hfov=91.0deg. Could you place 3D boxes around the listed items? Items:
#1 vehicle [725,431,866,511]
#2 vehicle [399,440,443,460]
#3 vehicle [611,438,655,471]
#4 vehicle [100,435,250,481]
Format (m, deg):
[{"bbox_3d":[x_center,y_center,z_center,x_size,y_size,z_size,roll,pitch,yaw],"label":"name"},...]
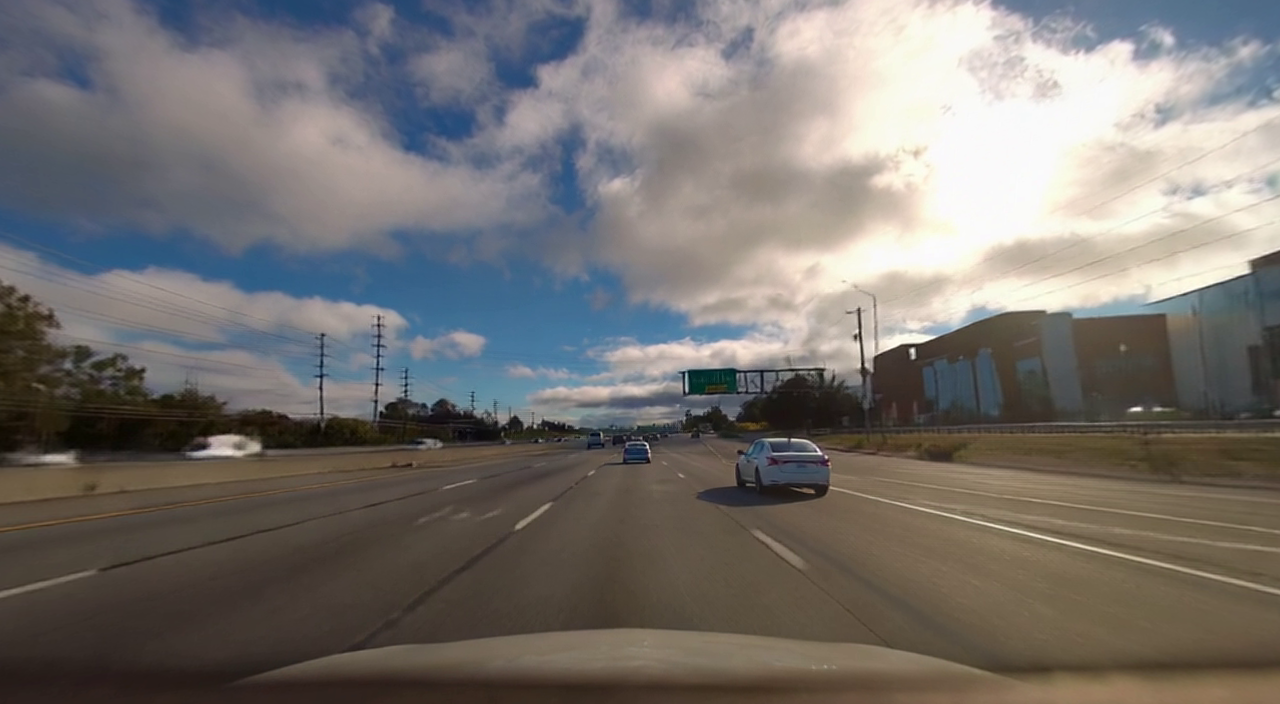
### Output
[{"bbox_3d":[3.325,2.634,14.510,1.995,1.533,4.463,0,-8,-2],"label":"vehicle"},{"bbox_3d":[-16.788,7.507,48.404,1.794,1.492,4.245,0,-8,0],"label":"vehicle"},{"bbox_3d":[-0.374,5.002,30.981,2.019,1.472,3.971,0,-8,-1],"label":"vehicle"},{"bbox_3d":[-16.666,3.814,22.933,2.015,1.513,4.497,0,-8,0],"label":"vehicle"}]
